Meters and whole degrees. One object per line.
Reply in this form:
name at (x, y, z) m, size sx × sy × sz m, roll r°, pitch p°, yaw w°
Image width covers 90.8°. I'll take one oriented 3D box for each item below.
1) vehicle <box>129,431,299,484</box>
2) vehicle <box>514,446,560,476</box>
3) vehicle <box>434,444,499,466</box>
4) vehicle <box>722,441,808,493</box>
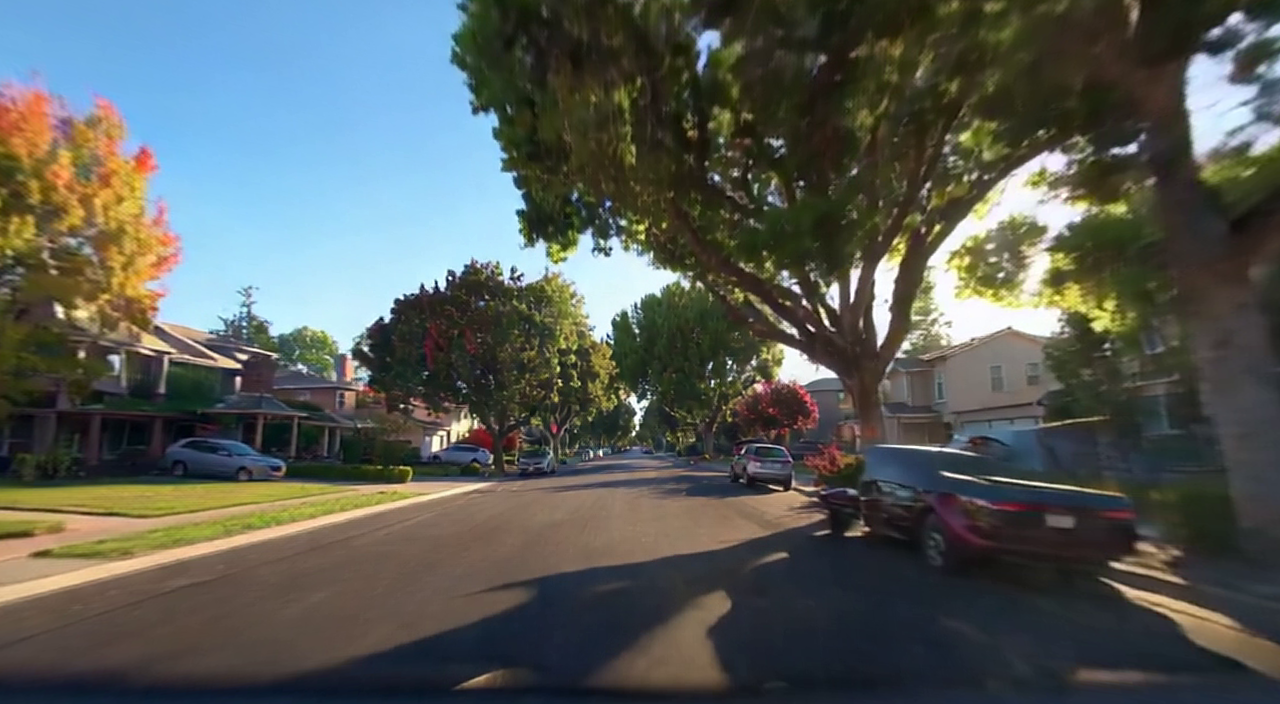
vehicle at (-15.202, 3.781, 22.800) m, size 4.530 × 1.777 × 2.107 m, roll 0°, pitch -8°, yaw -2°
vehicle at (-5.909, 6.288, 36.794) m, size 1.944 × 1.621 × 4.187 m, roll -1°, pitch -9°, yaw 1°
vehicle at (-12.522, 7.452, 45.817) m, size 4.135 × 1.567 × 1.944 m, roll 0°, pitch -8°, yaw 2°
vehicle at (4.135, 3.860, 21.677) m, size 1.996 × 1.585 × 4.371 m, roll 0°, pitch -8°, yaw -1°
